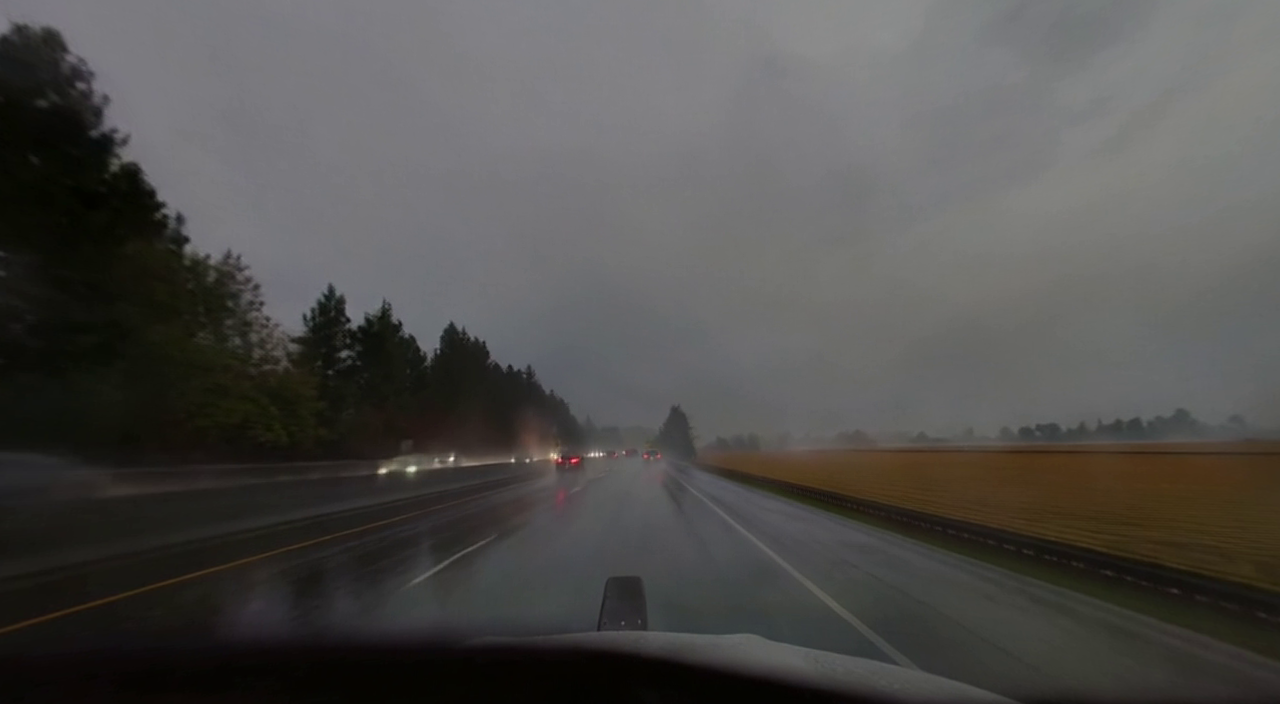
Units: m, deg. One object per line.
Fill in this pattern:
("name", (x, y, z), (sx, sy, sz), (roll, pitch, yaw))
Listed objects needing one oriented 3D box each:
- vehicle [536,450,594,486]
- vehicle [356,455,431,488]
("vehicle", (-3.238, 5.118, 28.064), (1.970, 1.483, 4.097), (-1, -9, 1))
("vehicle", (-12.143, 5.881, 31.385), (1.931, 1.490, 4.511), (0, -9, 0))
